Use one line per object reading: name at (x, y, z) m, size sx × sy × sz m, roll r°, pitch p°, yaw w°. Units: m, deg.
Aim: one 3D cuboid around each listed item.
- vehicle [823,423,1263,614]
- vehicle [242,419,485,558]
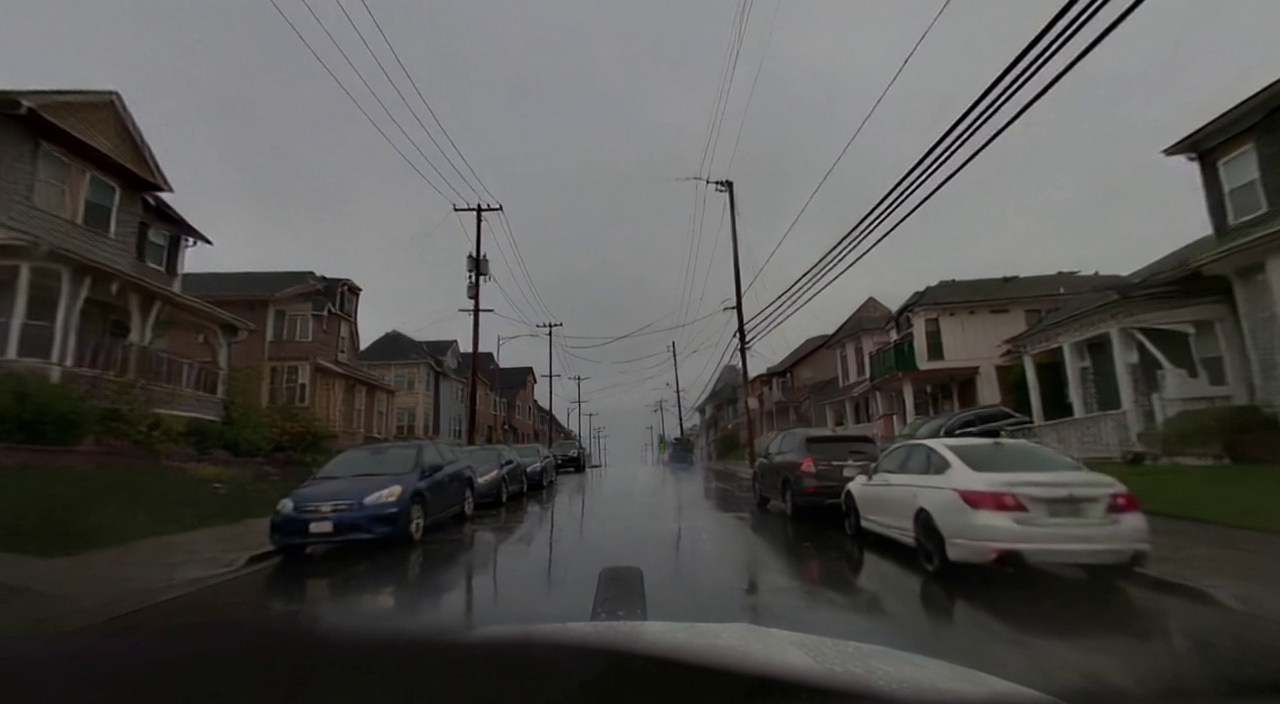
vehicle at (3.658, 1.584, 7.037) m, size 2.083 × 1.407 × 4.506 m, roll 0°, pitch -9°, yaw 3°
vehicle at (-4.198, 2.187, 10.671) m, size 2.031 × 1.708 × 4.746 m, roll -2°, pitch -10°, yaw -1°
